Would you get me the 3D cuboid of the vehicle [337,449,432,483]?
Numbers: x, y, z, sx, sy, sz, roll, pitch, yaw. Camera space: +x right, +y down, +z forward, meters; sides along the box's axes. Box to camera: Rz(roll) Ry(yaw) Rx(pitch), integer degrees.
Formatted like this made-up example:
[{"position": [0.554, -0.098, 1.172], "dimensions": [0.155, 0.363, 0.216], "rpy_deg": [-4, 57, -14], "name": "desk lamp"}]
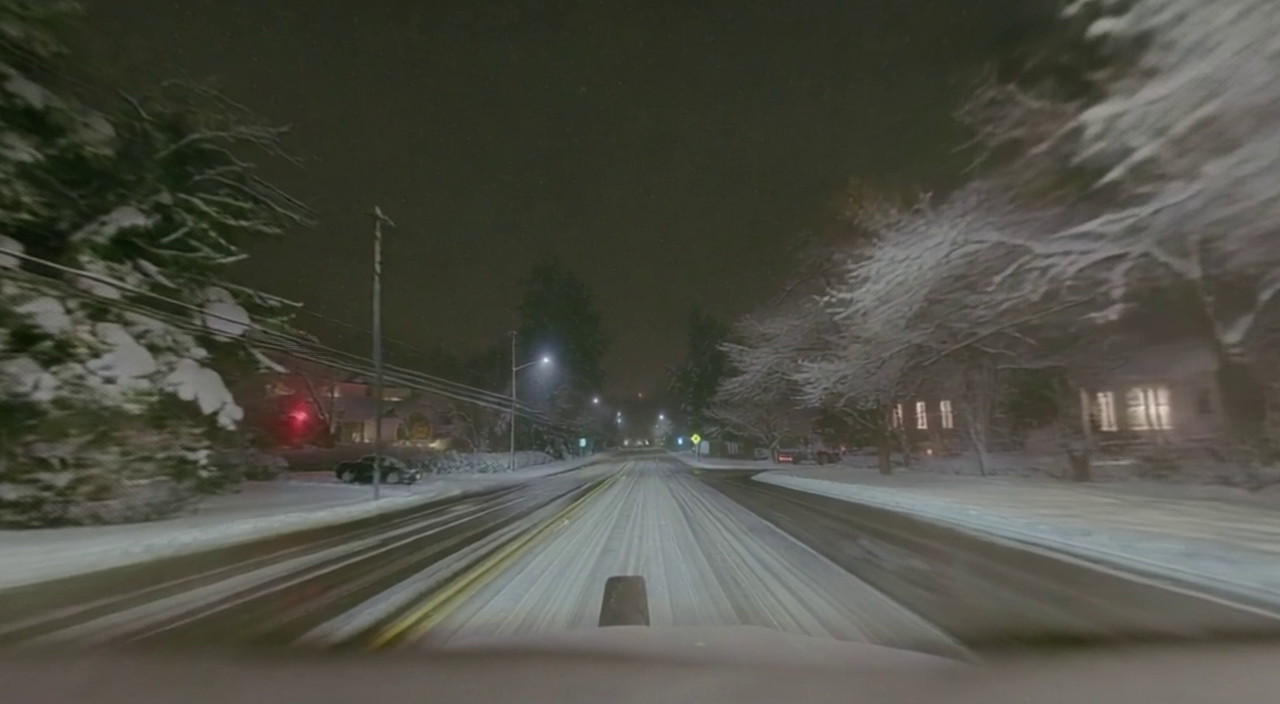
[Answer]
[{"position": [-13.572, 6.033, 33.573], "dimensions": [4.310, 1.723, 1.915], "rpy_deg": [-2, -8, 14], "name": "vehicle"}]
